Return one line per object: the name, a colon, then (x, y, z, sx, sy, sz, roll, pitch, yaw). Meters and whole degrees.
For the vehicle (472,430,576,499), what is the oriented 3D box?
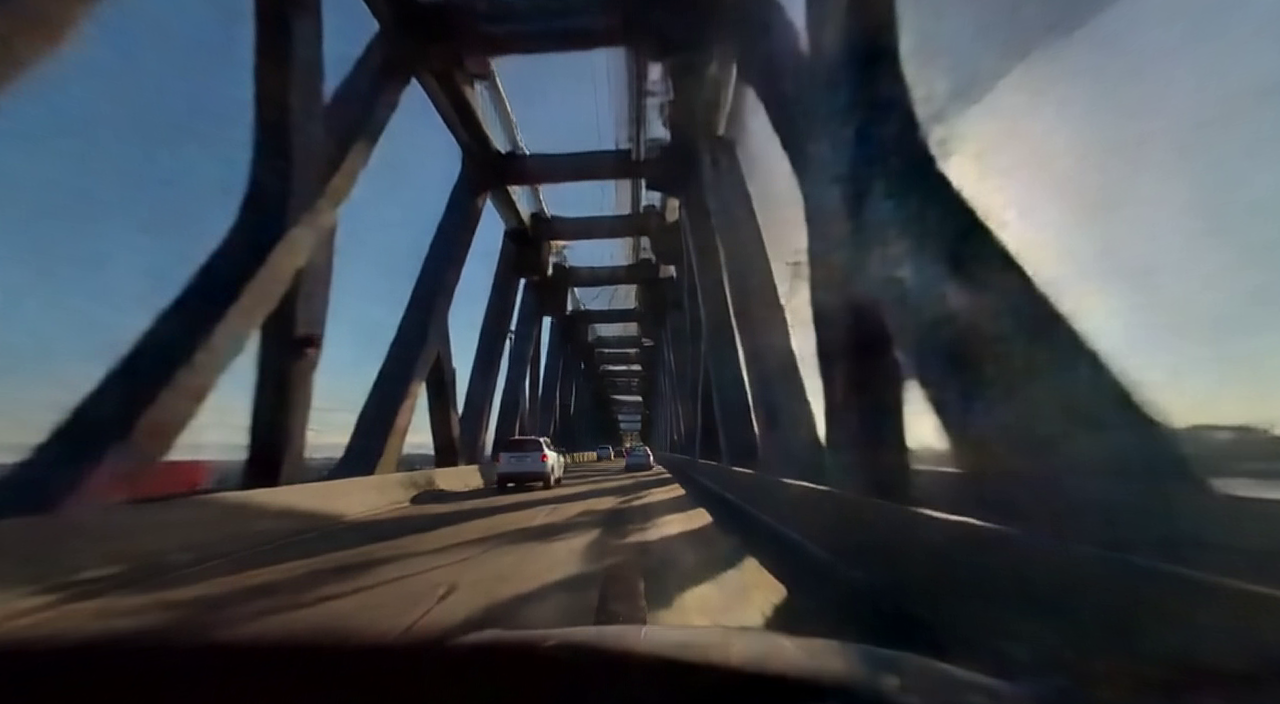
vehicle: (-3.339, 3.358, 19.222, 2.190, 1.807, 4.741, -1, -9, 1)

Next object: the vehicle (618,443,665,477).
vehicle: (0.070, 5.046, 29.739, 2.048, 1.450, 3.973, 0, -9, 0)
